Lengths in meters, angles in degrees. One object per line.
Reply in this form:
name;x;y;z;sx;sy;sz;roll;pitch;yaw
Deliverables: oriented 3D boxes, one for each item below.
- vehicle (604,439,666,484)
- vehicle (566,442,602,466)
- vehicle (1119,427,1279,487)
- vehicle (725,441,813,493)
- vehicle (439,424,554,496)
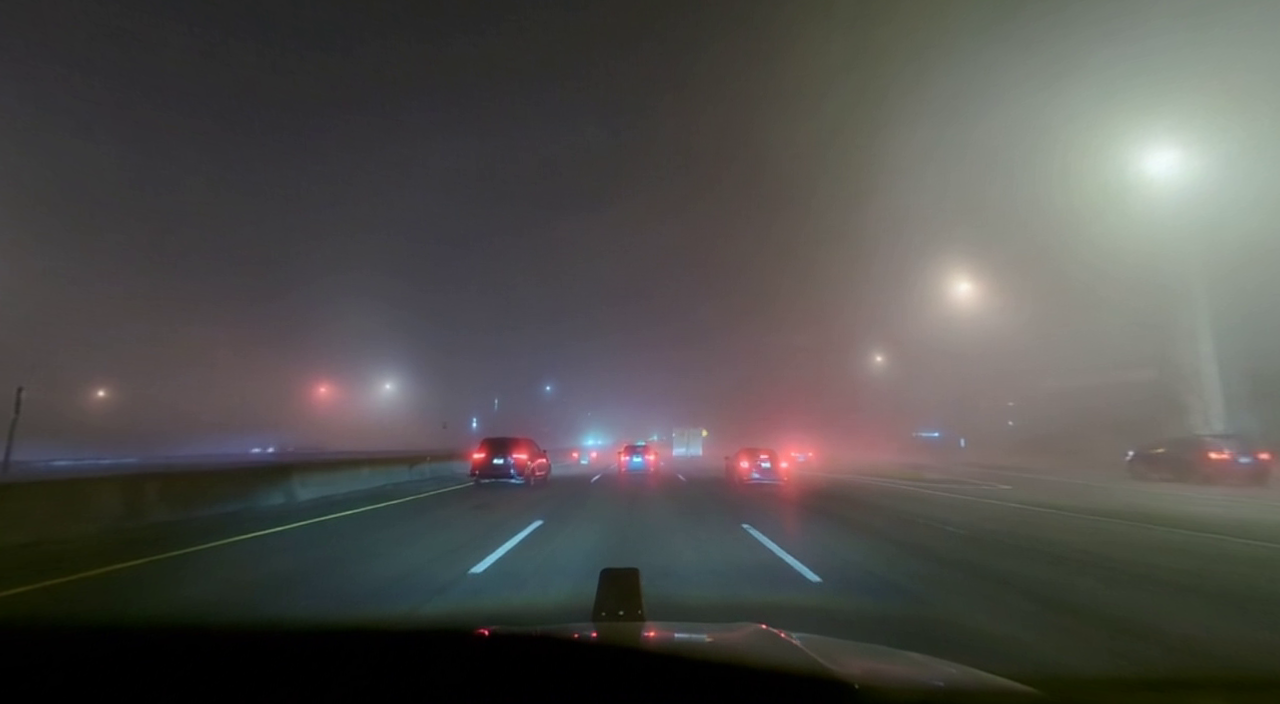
vehicle;-0.155;4.034;23.509;2.089;1.493;3.964;0;-8;1
vehicle;-3.594;6.610;40.984;1.868;1.431;4.055;0;-8;2
vehicle;21.962;3.999;24.383;2.376;1.988;6.109;0;-8;5
vehicle;4.046;3.661;20.479;1.974;1.490;3.994;0;-8;0
vehicle;-3.968;3.086;18.371;2.142;1.819;4.648;0;-8;1
